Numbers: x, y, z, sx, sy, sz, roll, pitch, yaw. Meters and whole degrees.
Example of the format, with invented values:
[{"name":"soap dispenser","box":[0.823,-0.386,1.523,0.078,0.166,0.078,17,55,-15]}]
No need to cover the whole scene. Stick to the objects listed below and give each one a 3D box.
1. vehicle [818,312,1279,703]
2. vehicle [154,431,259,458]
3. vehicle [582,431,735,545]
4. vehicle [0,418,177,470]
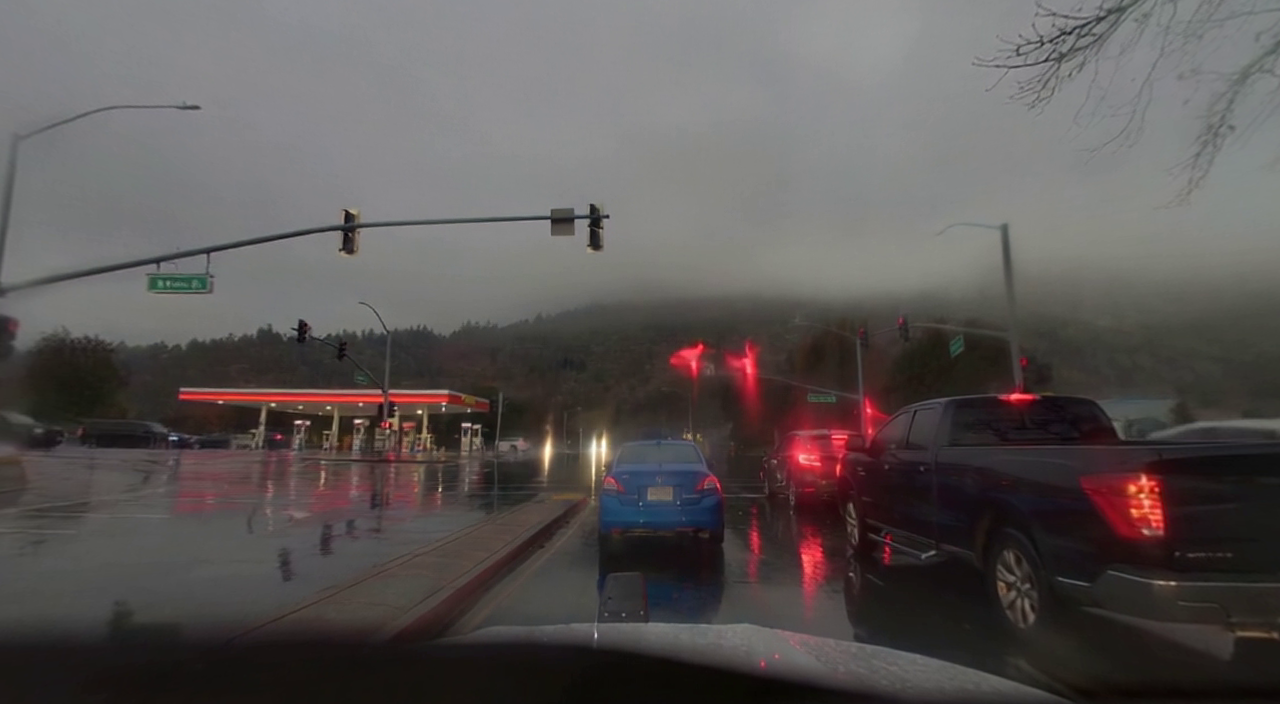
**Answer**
[{"name":"vehicle","box":[3.547,1.210,5.422,2.277,1.871,6.143,0,-8,0]},{"name":"vehicle","box":[-23.164,4.966,33.782,4.326,1.420,1.798,-1,-8,4]},{"name":"vehicle","box":[0.244,2.103,10.384,2.027,1.494,3.824,0,-8,0]},{"name":"vehicle","box":[-19.707,3.292,22.522,4.742,1.720,2.107,-1,-8,5]}]
